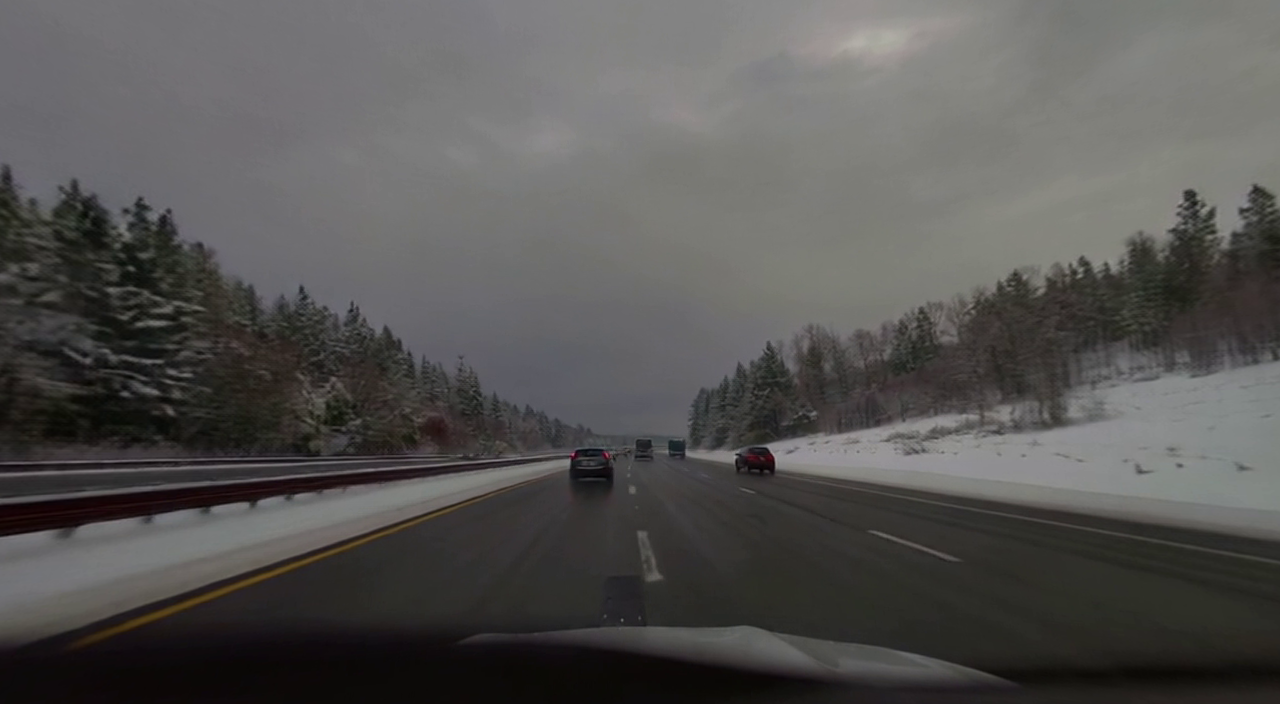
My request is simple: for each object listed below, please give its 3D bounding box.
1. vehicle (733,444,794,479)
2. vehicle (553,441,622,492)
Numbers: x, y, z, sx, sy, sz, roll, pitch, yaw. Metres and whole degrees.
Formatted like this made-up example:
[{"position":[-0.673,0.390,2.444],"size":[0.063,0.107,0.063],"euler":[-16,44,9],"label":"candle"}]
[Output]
[{"position":[5.552,4.951,28.779],"size":[1.926,1.483,3.528],"euler":[0,-9,-3],"label":"vehicle"},{"position":[-1.605,3.721,20.751],"size":[2.053,1.483,4.185],"euler":[0,-9,-2],"label":"vehicle"}]
